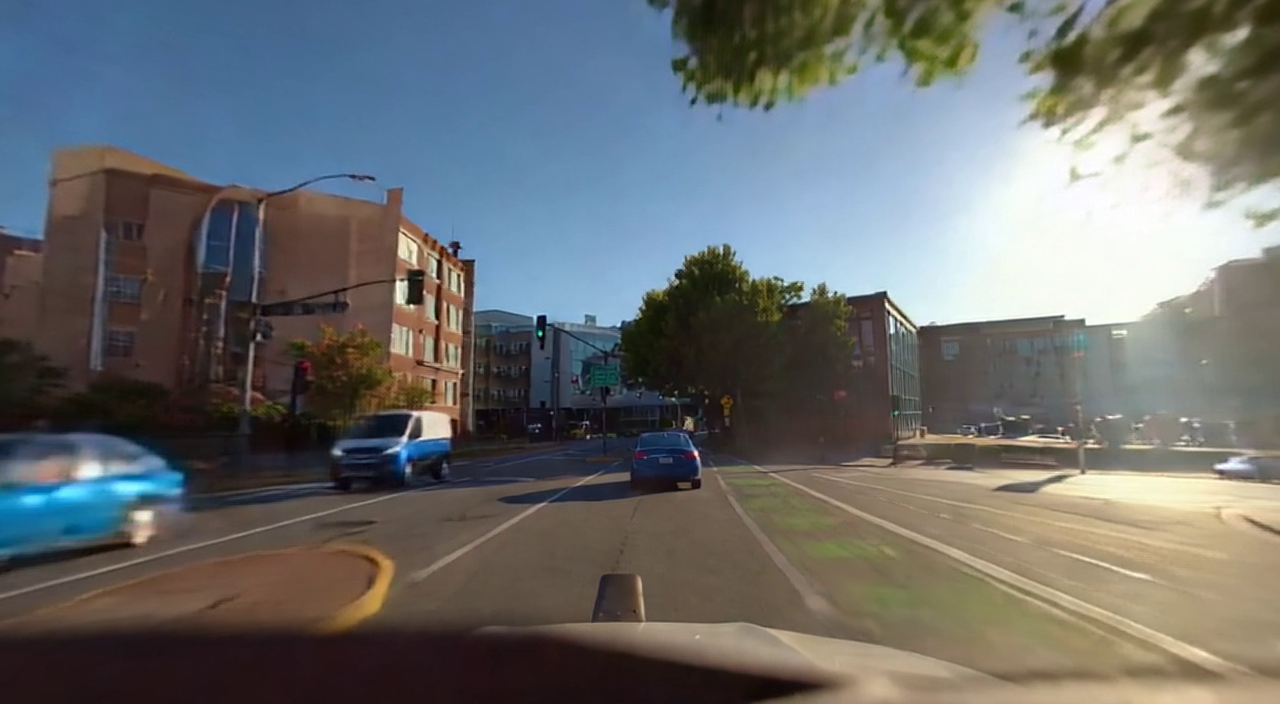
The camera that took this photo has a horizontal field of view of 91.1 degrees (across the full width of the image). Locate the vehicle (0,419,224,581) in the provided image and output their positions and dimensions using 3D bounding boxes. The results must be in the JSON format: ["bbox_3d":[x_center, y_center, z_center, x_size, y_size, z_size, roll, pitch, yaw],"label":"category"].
[{"bbox_3d":[-6.957,1.502,6.869,1.884,1.509,4.416,0,-7,-2],"label":"vehicle"}]

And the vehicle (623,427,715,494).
[{"bbox_3d":[0.687,2.552,15.460,1.950,1.401,4.159,0,-7,2],"label":"vehicle"}]

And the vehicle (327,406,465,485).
[{"bbox_3d":[-7.091,2.755,18.959,2.310,2.045,4.763,0,-7,-1],"label":"vehicle"}]
